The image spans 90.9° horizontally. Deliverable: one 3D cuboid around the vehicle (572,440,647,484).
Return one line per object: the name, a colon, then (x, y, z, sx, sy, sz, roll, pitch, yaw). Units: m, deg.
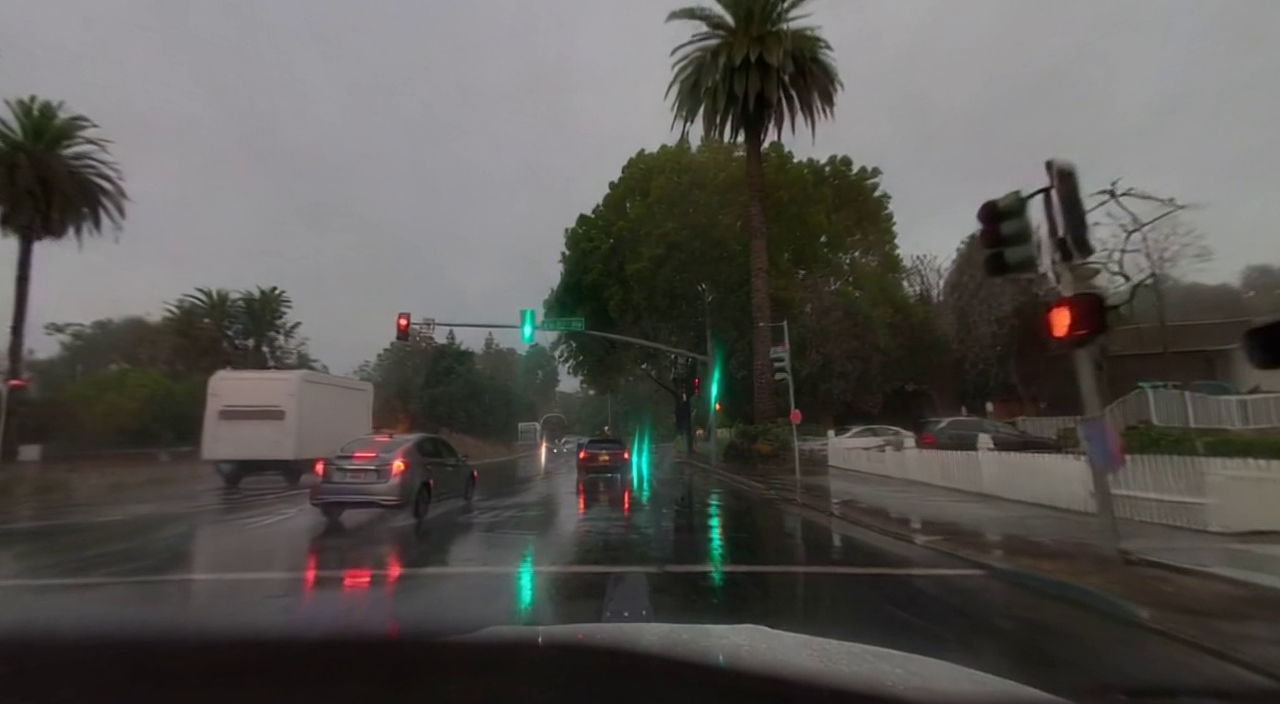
vehicle: (-0.956, 3.412, 19.893, 2.131, 1.222, 3.868, 0, -8, -2)

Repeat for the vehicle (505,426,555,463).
vehicle: (-5.981, 5.112, 34.836, 2.032, 1.852, 4.571, -1, -8, -1)

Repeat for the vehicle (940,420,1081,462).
vehicle: (14.683, 3.538, 25.058, 4.615, 1.555, 2.021, 2, -8, -15)

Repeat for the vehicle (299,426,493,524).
vehicle: (-4.128, 2.129, 11.537, 1.709, 1.425, 4.337, -1, -8, 2)

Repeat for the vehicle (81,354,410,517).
vehicle: (-7.816, 1.847, 13.927, 2.821, 2.701, 6.721, 0, -8, 1)

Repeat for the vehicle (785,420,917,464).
vehicle: (8.770, 3.736, 26.285, 4.742, 1.690, 2.218, 2, -9, -18)
